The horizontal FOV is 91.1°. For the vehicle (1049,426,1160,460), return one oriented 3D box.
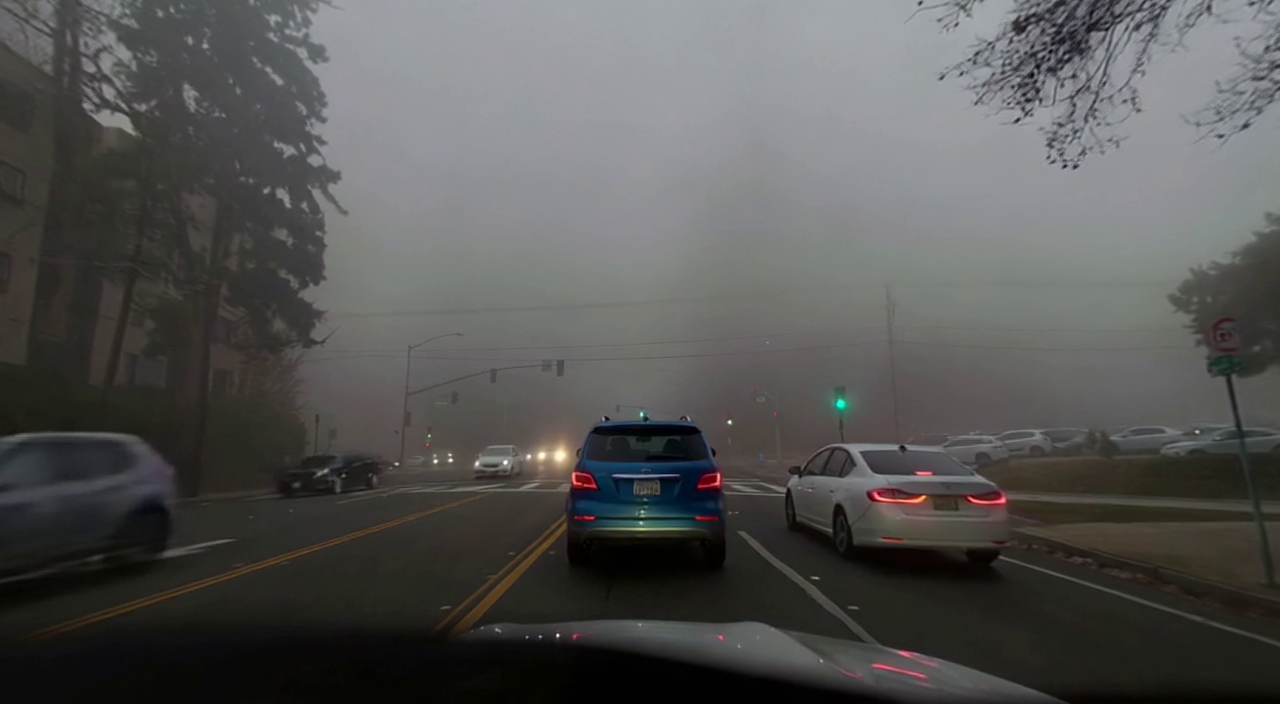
[{"bbox_3d":[26.666,5.241,36.151,4.704,1.919,2.130,0,-9,-2],"label":"vehicle"}]

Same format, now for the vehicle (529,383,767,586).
[{"bbox_3d":[0.039,1.590,8.255,2.296,1.947,4.168,0,-9,-1],"label":"vehicle"}]

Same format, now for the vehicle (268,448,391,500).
[{"bbox_3d":[-10.581,4.159,21.856,1.772,1.561,4.773,0,-8,1],"label":"vehicle"}]

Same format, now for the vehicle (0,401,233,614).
[{"bbox_3d":[-6.332,1.355,5.644,2.153,1.728,4.753,0,-9,-1],"label":"vehicle"}]

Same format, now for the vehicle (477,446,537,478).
[{"bbox_3d":[-6.625,5.533,31.826,1.981,1.478,4.701,0,-9,1],"label":"vehicle"}]

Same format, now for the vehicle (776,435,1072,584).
[{"bbox_3d":[3.368,1.926,8.627,1.900,1.478,4.425,0,-9,-1],"label":"vehicle"}]

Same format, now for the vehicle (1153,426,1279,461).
[{"bbox_3d":[25.932,4.093,28.027,4.420,1.469,1.807,0,-8,1],"label":"vehicle"}]
